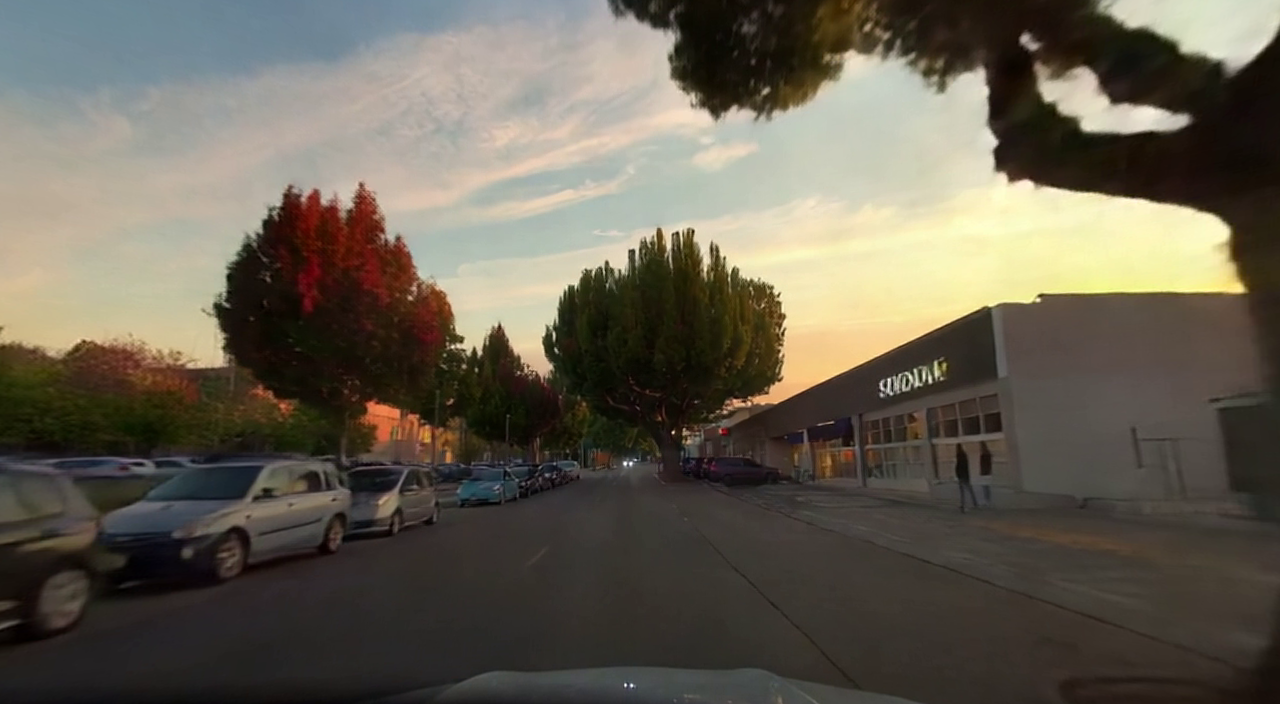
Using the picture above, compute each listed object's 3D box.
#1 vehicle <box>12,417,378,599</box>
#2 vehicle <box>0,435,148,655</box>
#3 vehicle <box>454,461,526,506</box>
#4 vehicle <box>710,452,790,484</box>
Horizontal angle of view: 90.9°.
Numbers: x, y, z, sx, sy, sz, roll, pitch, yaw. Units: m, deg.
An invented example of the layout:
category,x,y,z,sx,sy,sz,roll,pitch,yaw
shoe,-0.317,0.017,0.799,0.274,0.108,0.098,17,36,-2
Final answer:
category,x,y,z,sx,sy,sz,roll,pitch,yaw
vehicle,-6.016,2.190,9.551,1.990,2.011,4.765,1,-11,0
vehicle,-6.003,1.375,4.243,2.060,1.688,4.083,1,-11,-1
vehicle,-5.923,5.248,25.456,1.832,1.623,4.424,1,-11,0
vehicle,6.204,6.616,35.911,4.193,1.665,1.924,1,-11,-2
